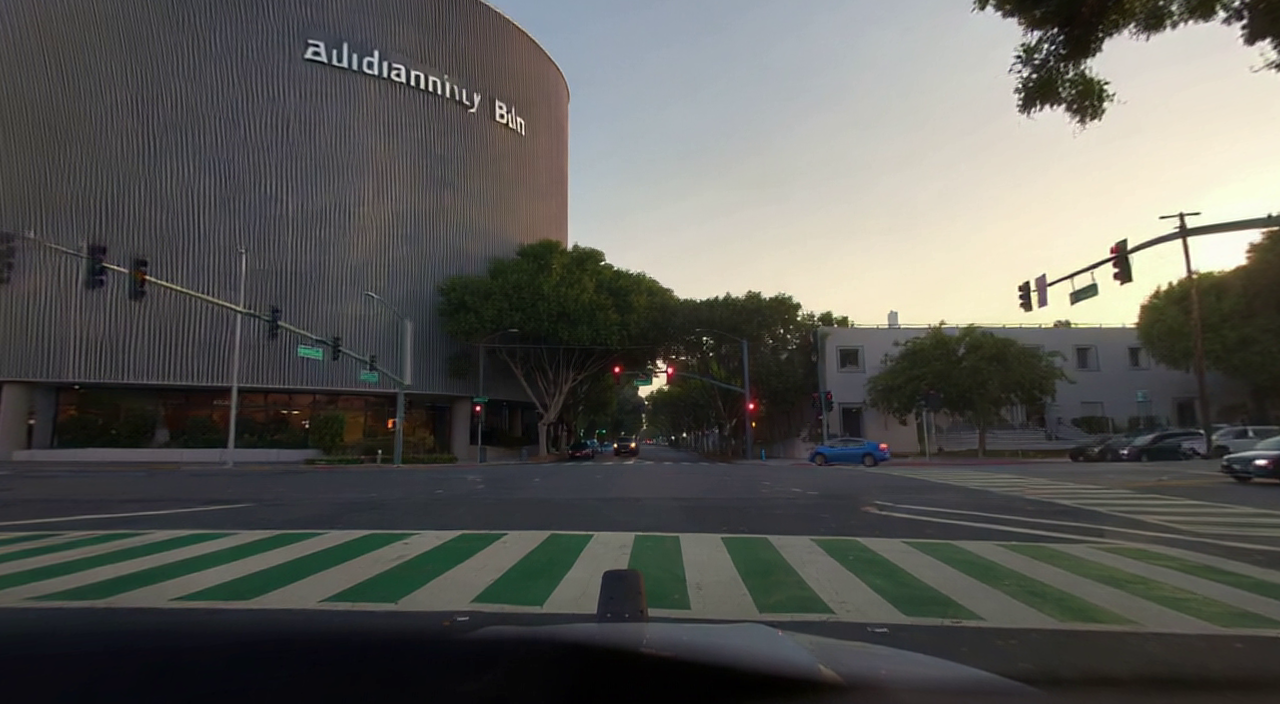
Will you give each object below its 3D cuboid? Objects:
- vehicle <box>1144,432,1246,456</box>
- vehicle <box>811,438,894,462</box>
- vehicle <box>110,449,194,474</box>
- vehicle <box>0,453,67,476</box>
[{"bbox_3d":[36.176,6.017,41.180,4.767,1.456,1.858,-1,-8,3],"label":"vehicle"},{"bbox_3d":[13.164,6.108,39.261,4.529,1.457,1.981,-1,-9,8],"label":"vehicle"},{"bbox_3d":[-33.067,7.401,42.768,4.136,1.661,1.857,0,-8,1],"label":"vehicle"},{"bbox_3d":[-41.649,7.635,42.781,3.698,1.467,1.779,0,-8,1],"label":"vehicle"}]
